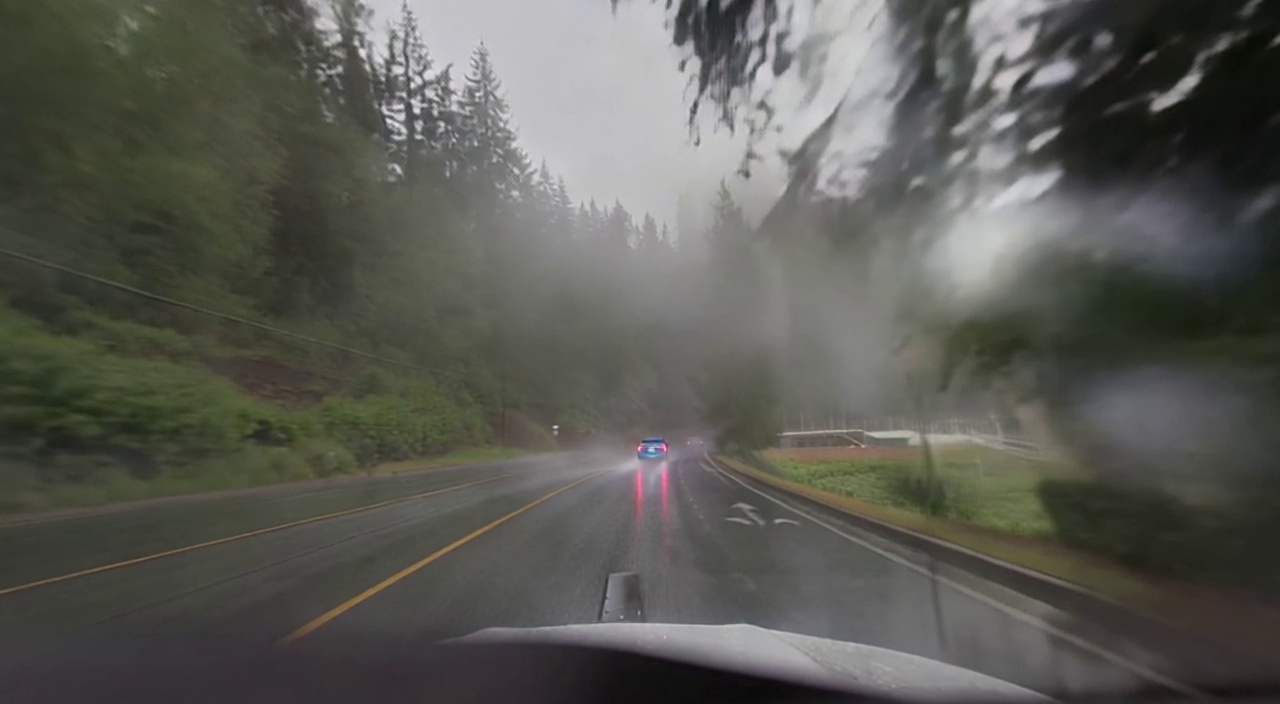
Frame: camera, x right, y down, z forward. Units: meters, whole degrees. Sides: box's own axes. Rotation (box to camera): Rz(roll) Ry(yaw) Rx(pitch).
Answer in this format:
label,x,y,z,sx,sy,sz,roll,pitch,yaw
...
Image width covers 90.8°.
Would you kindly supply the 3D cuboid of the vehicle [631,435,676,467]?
label,x,y,z,sx,sy,sz,roll,pitch,yaw
vehicle,0.816,5.592,35.712,2.294,1.708,4.110,-1,-9,4
